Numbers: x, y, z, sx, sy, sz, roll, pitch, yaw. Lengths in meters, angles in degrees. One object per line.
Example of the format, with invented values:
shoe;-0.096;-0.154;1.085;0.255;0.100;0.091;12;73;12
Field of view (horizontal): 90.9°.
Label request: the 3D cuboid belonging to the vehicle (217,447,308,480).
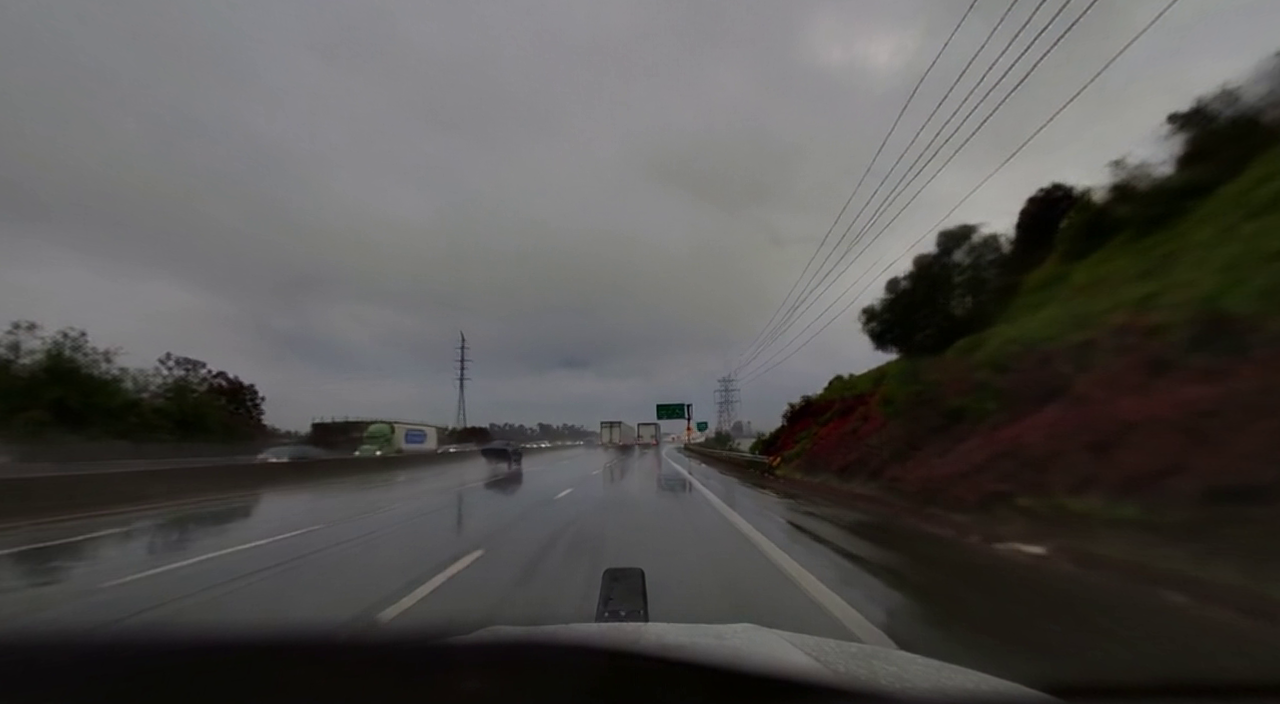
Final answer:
vehicle;-20.789;6.123;35.029;2.162;1.661;4.641;0;-8;0
